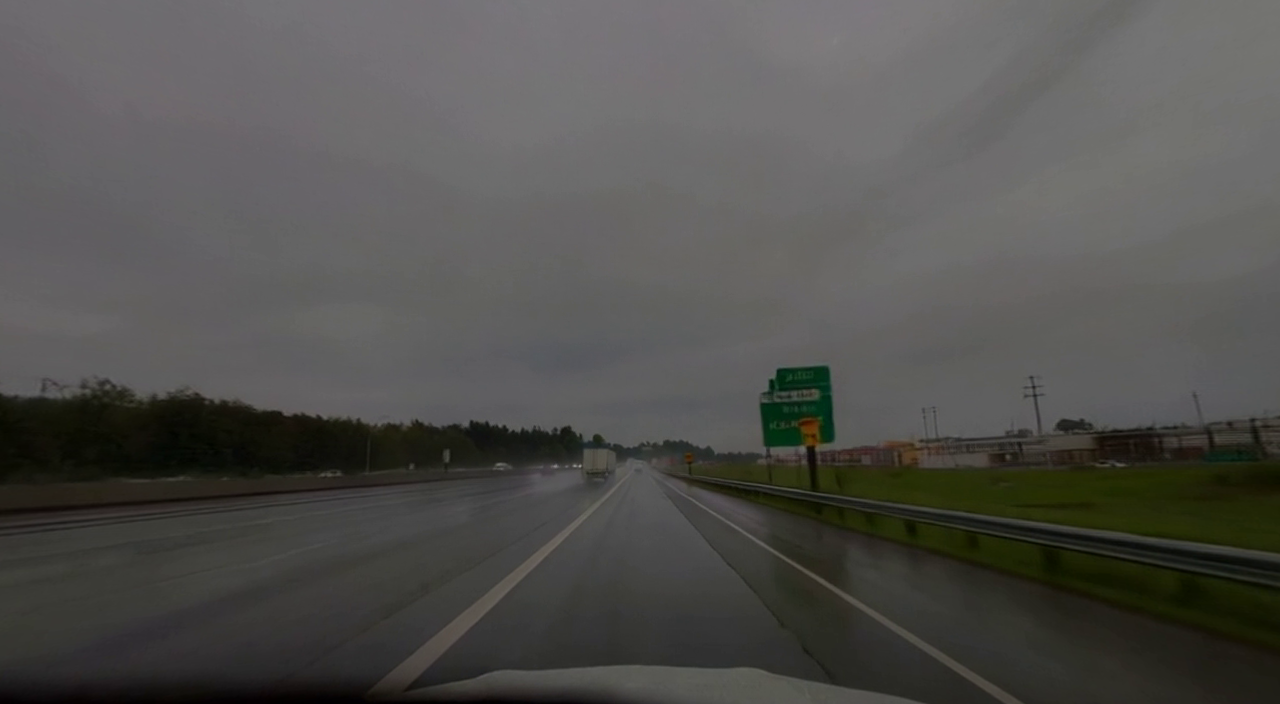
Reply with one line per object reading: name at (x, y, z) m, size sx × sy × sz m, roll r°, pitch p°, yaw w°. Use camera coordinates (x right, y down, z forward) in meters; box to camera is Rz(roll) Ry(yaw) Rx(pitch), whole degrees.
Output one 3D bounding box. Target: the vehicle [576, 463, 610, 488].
vehicle at (-3.223, 8.574, 43.893) m, size 2.092 × 1.642 × 3.895 m, roll 1°, pitch -11°, yaw -1°
